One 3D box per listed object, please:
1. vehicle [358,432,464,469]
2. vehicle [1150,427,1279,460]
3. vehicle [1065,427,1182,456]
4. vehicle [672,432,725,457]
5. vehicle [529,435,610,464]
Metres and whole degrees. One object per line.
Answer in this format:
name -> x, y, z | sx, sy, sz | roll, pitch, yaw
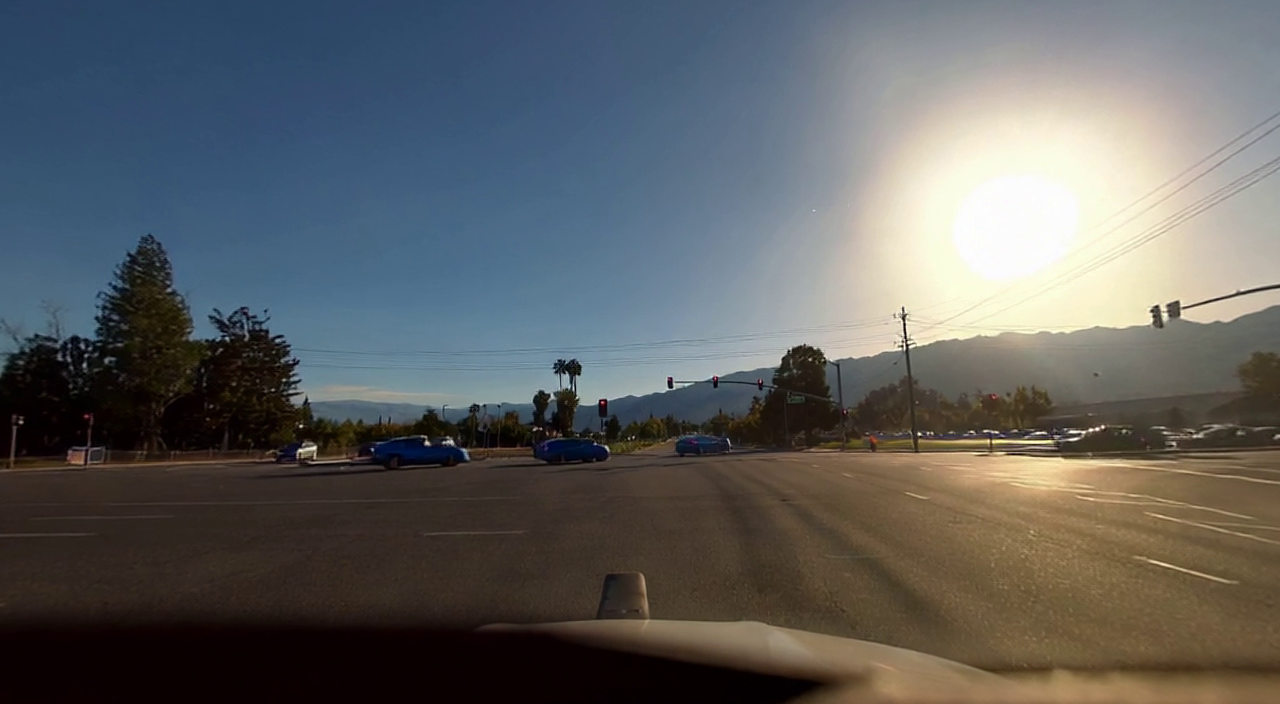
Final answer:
vehicle -> -11.472, 4.959, 31.778 | 4.812, 1.735, 2.105 | 3, -9, -21
vehicle -> 27.311, 4.309, 29.795 | 4.778, 1.495, 1.959 | 0, -9, 0
vehicle -> 28.369, 5.274, 37.202 | 5.100, 1.680, 2.055 | 0, -9, 1
vehicle -> 4.612, 7.200, 49.047 | 2.246, 1.805, 5.228 | -5, -10, 27
vehicle -> -4.093, 5.674, 36.836 | 4.218, 1.542, 2.044 | 6, -11, -36
